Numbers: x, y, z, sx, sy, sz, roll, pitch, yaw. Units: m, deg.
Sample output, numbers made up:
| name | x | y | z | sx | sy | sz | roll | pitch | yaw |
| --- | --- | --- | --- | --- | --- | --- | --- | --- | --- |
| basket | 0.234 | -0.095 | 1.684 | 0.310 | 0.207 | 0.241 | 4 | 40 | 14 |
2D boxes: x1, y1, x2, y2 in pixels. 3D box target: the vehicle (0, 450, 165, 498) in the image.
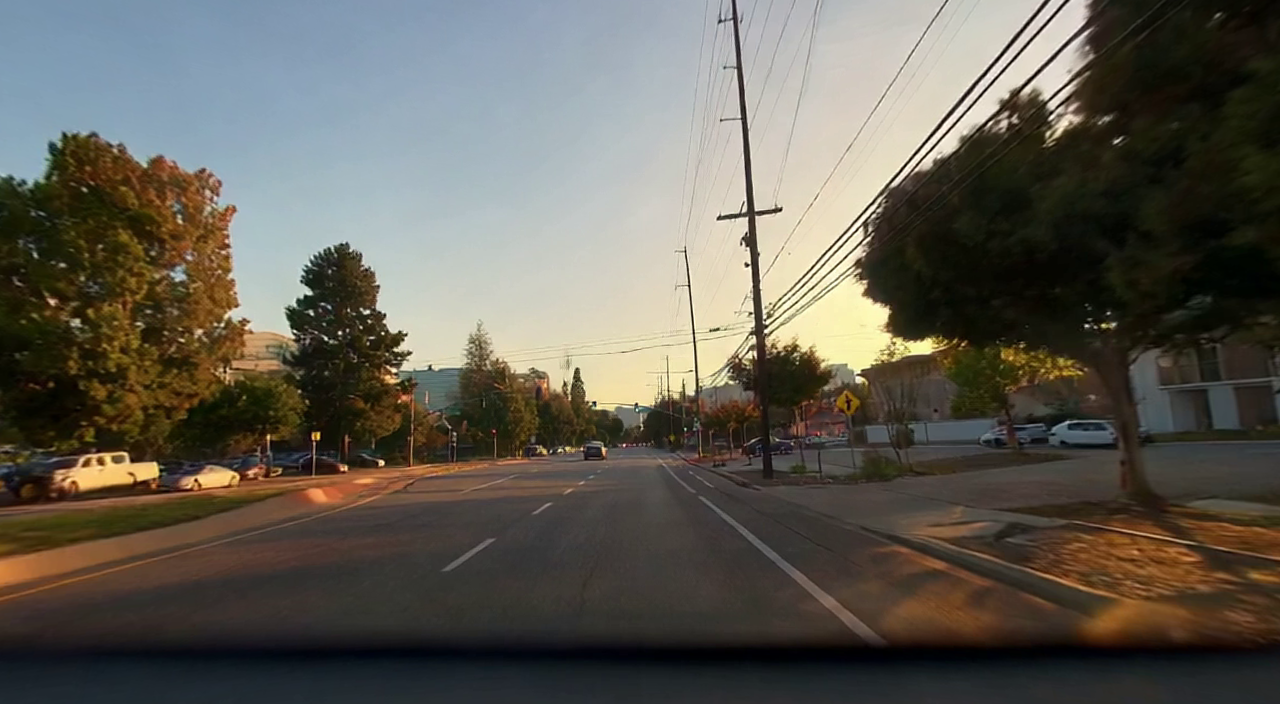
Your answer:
| name | x | y | z | sx | sy | sz | roll | pitch | yaw |
| --- | --- | --- | --- | --- | --- | --- | --- | --- | --- |
| vehicle | -24.595 | 5.323 | 27.849 | 5.887 | 1.894 | 2.329 | -2 | -9 | 13 |

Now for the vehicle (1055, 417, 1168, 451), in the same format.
| name | x | y | z | sx | sy | sz | roll | pitch | yaw |
| --- | --- | --- | --- | --- | --- | --- | --- | --- | --- |
| vehicle | 25.616 | 4.471 | 34.348 | 4.690 | 1.742 | 2.008 | 1 | -7 | -4 |

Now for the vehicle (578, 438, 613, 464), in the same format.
| name | x | y | z | sx | sy | sz | roll | pitch | yaw |
| --- | --- | --- | --- | --- | --- | --- | --- | --- | --- |
| vehicle | -3.300 | 7.466 | 47.781 | 2.229 | 1.821 | 4.681 | 0 | -8 | 0 |

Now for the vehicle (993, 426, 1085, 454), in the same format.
| name | x | y | z | sx | sy | sz | roll | pitch | yaw |
| --- | --- | --- | --- | --- | --- | --- | --- | --- | --- |
| vehicle | 25.275 | 5.591 | 40.051 | 4.461 | 1.695 | 1.999 | 0 | -7 | 0 |
